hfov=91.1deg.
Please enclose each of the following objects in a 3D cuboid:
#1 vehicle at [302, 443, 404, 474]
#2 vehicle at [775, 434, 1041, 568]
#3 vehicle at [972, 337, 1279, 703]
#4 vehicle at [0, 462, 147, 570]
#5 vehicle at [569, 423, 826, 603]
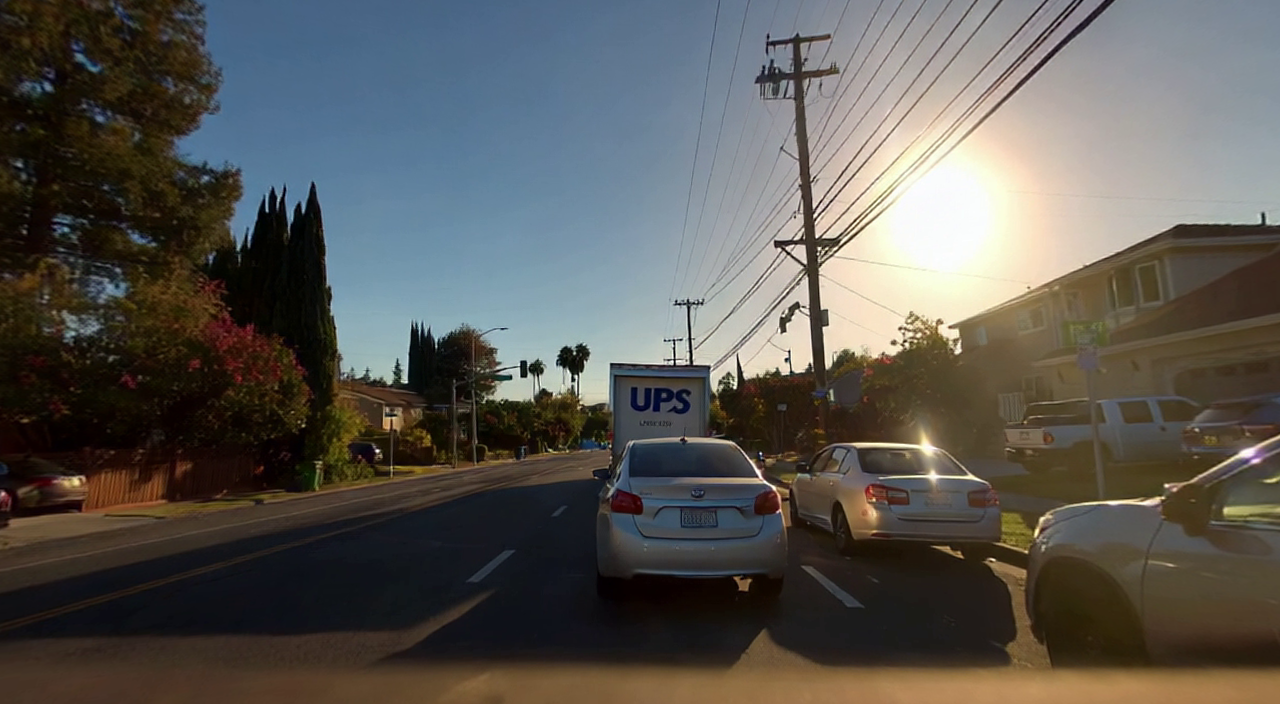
[{"bbox_3d":[-17.435,6.463,38.303,5.274,1.793,1.921,0,-8,3],"label":"vehicle"},{"bbox_3d":[3.496,2.013,9.357,1.993,1.479,4.487,0,-8,0],"label":"vehicle"},{"bbox_3d":[3.324,0.769,1.932,2.069,1.722,4.888,0,-8,2],"label":"vehicle"},{"bbox_3d":[-10.350,2.488,9.479,1.925,1.482,4.753,0,-8,0],"label":"vehicle"},{"bbox_3d":[0.473,1.684,7.533,2.158,1.499,4.377,0,-8,0],"label":"vehicle"}]
